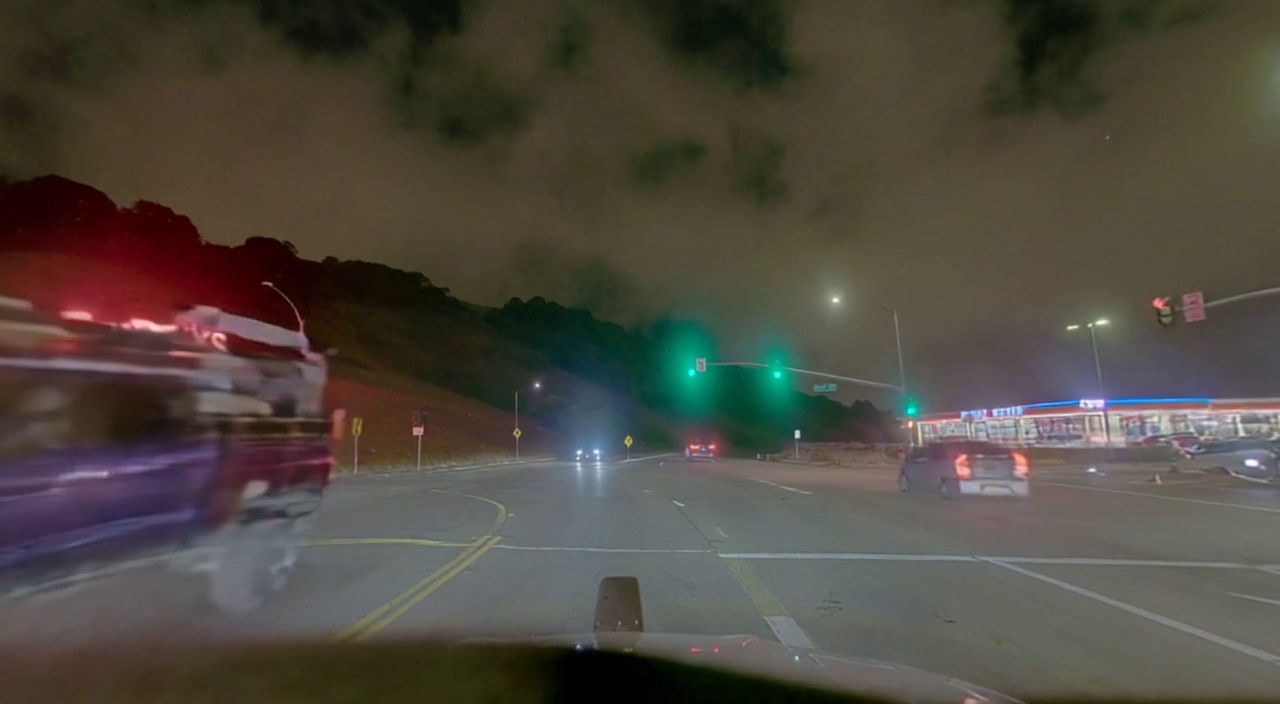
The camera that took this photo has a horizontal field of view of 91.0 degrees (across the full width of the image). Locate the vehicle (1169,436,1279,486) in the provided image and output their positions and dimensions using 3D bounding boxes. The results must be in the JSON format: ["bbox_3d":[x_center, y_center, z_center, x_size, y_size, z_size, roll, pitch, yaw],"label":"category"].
[{"bbox_3d":[25.064,4.466,26.042,4.546,1.944,2.051,1,-9,-5],"label":"vehicle"}]

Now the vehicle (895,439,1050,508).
[{"bbox_3d":[9.850,3.587,19.135,2.273,1.839,4.218,0,-8,-2],"label":"vehicle"}]

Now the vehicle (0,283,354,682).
[{"bbox_3d":[-4.927,0.984,5.146,2.318,2.325,5.910,0,-8,0],"label":"vehicle"}]
